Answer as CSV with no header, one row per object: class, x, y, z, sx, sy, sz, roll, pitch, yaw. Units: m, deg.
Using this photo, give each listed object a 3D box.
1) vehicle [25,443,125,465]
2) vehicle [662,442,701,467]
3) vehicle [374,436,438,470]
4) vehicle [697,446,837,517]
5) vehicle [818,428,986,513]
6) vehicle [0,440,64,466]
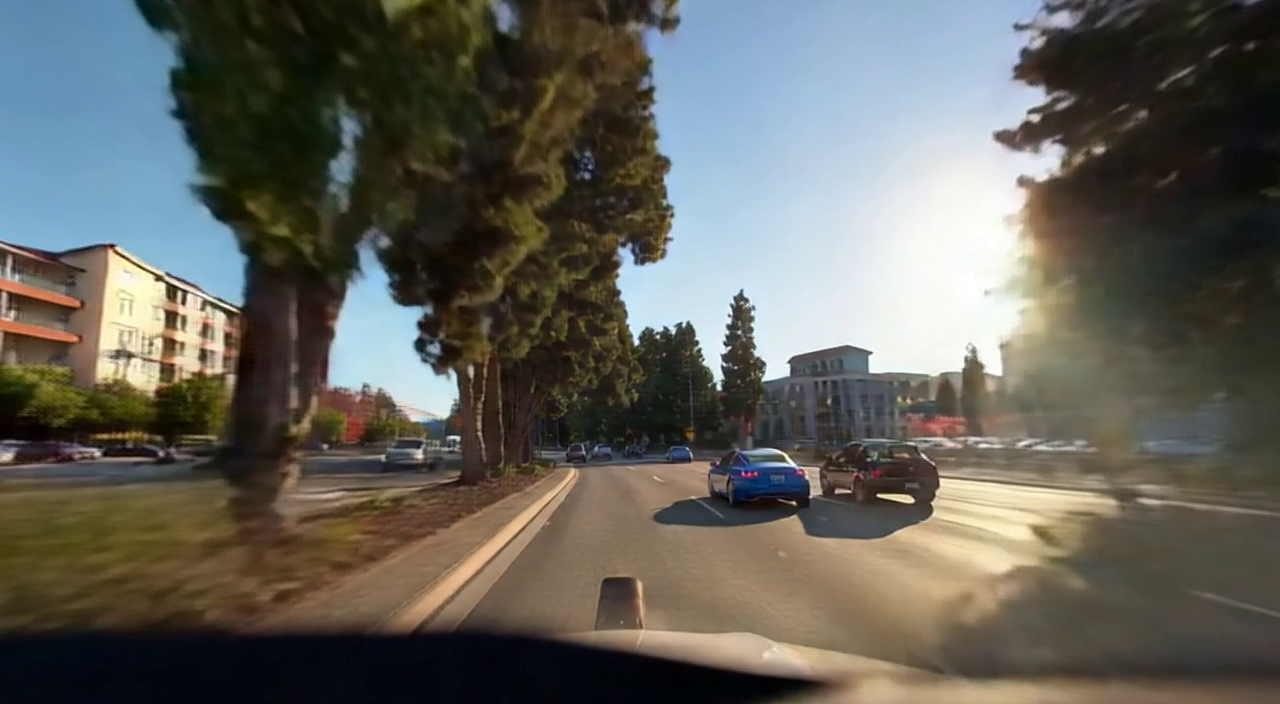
vehicle,-37.600,6.804,42.175,4.555,1.448,1.912,1,-9,-8
vehicle,2.914,7.280,45.026,1.931,1.685,4.054,1,-9,-9
vehicle,-13.056,5.680,35.617,2.202,1.770,4.742,1,-9,-6
vehicle,2.660,2.829,14.400,1.990,1.347,4.388,1,-9,-4
vehicle,6.053,2.781,15.302,1.987,1.730,4.373,0,-9,-3
vehicle,-36.664,5.819,36.551,4.431,1.453,1.963,2,-9,-9
